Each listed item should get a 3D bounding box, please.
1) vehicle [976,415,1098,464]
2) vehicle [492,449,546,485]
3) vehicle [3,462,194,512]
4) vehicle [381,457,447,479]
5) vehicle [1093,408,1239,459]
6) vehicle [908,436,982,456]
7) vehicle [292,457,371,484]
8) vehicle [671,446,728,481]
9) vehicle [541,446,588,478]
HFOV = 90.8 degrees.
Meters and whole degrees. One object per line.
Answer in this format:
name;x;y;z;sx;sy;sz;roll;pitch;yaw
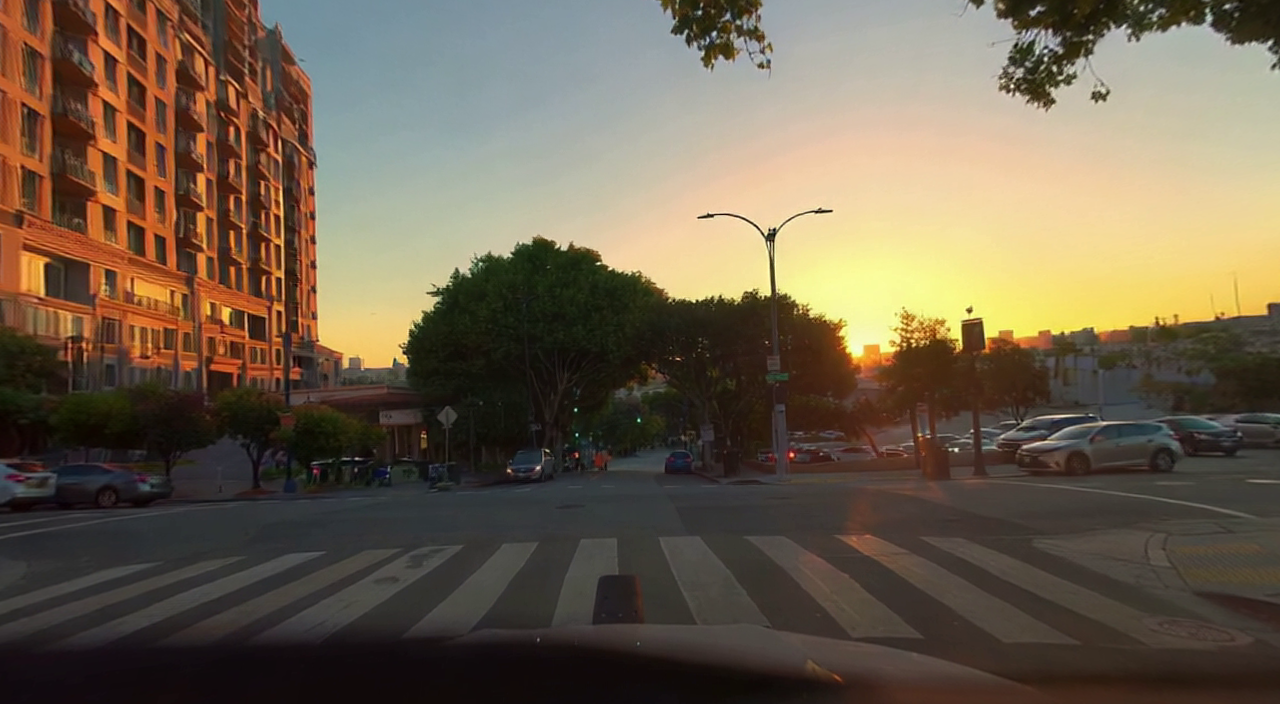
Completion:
vehicle;16.744;3.791;26.999;2.041;1.921;4.574;0;-9;-2
vehicle;-7.616;7.251;40.253;2.193;1.814;5.061;-9;-8;0
vehicle;-17.315;4.318;20.373;4.439;1.448;1.793;0;-9;0
vehicle;-16.931;8.661;47.370;4.203;1.544;1.889;0;-8;1
vehicle;22.305;3.533;27.146;2.137;1.962;4.988;-1;-8;3
vehicle;23.014;7.088;47.774;4.528;1.475;2.070;0;-8;3
vehicle;-23.180;8.891;47.508;4.844;1.836;2.117;-1;-8;5
vehicle;3.218;5.857;33.481;1.942;1.603;3.785;0;-8;23
vehicle;-4.454;6.542;37.705;2.102;1.768;4.290;-2;-9;2
